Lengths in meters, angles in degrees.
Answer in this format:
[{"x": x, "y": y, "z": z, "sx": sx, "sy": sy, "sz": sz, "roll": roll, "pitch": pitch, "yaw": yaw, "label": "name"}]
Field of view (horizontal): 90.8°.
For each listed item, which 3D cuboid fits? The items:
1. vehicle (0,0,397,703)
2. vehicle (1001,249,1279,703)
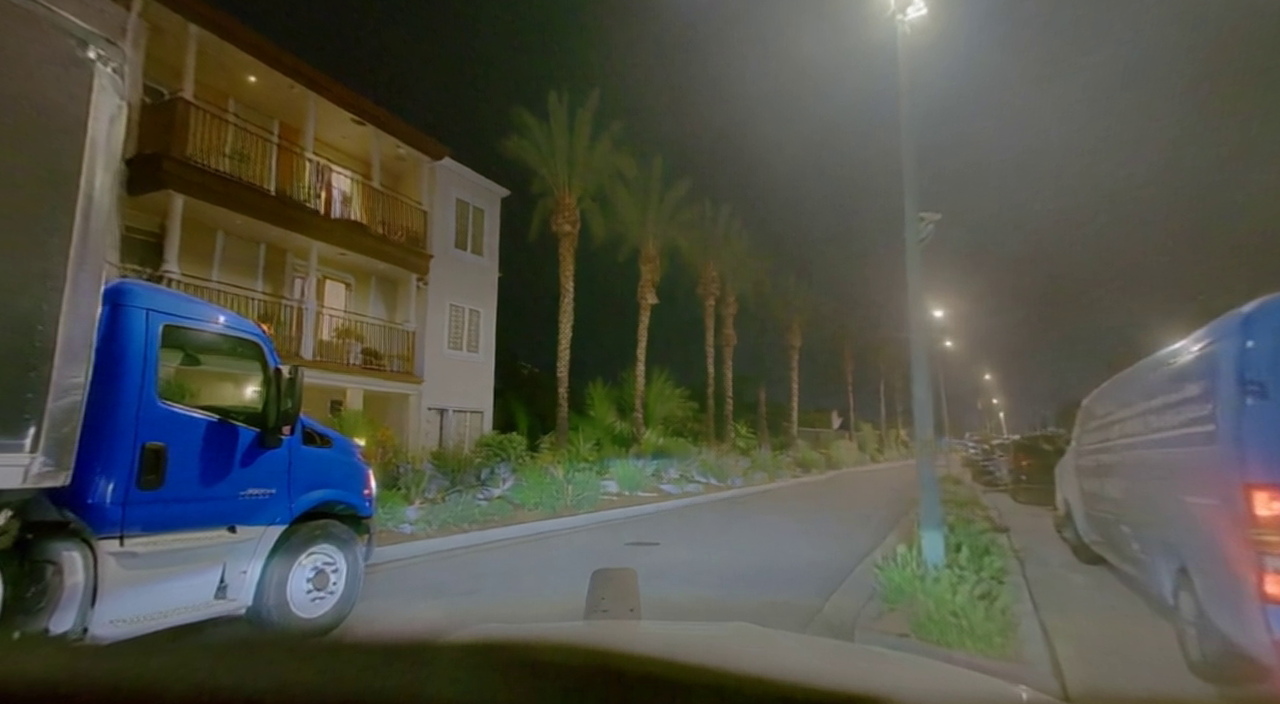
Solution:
[{"x": -5.712, "y": -0.449, "z": 0.543, "sx": 2.998, "sy": 3.659, "sz": 10.517, "roll": -5, "pitch": -10, "yaw": 30, "label": "vehicle"}, {"x": 4.374, "y": 0.967, "z": 4.660, "sx": 2.418, "sy": 2.078, "sz": 5.866, "roll": -4, "pitch": -9, "yaw": 25, "label": "vehicle"}]
